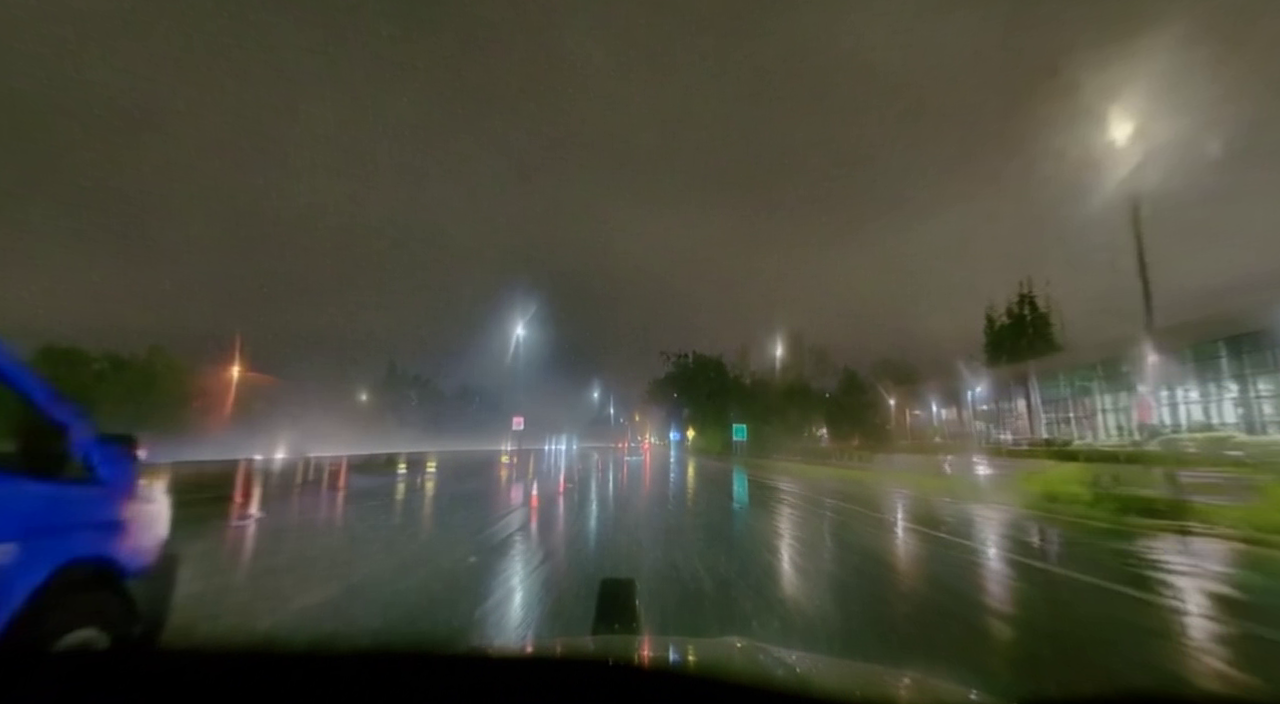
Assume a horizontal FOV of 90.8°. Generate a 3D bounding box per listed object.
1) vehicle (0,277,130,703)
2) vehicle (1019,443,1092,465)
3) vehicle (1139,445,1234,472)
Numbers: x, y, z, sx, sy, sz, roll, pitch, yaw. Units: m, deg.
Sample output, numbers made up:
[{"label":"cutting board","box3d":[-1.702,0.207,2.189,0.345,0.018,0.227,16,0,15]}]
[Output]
[{"label":"vehicle","box3d":[-3.686,0.434,0.969,2.046,1.982,4.465,0,-9,-1]},{"label":"vehicle","box3d":[29.638,7.282,45.094,3.810,1.500,1.922,0,-8,0]},{"label":"vehicle","box3d":[30.008,5.860,34.745,3.595,1.393,1.803,0,-8,-2]}]
